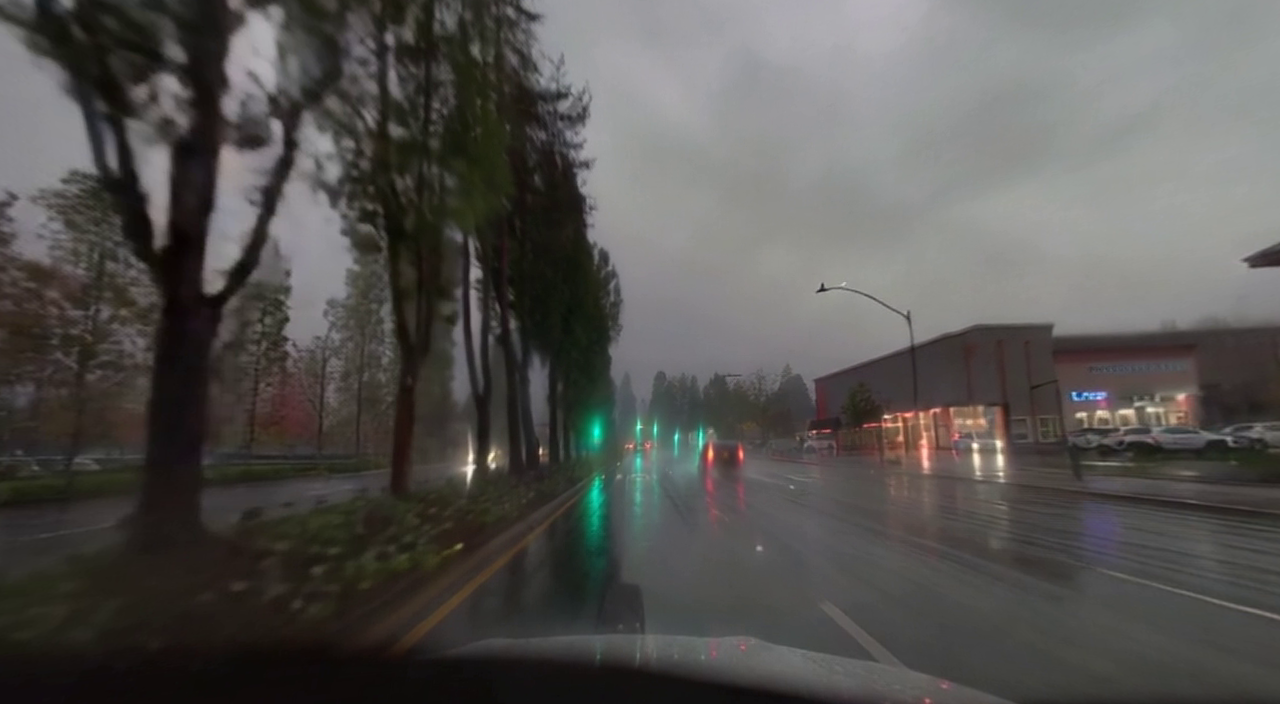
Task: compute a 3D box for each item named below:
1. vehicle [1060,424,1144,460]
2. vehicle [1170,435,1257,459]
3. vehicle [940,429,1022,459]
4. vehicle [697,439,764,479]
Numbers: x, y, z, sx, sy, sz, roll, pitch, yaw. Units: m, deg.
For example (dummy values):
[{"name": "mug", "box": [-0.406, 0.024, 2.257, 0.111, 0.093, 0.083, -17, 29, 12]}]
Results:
[{"name": "vehicle", "box": [28.783, 5.647, 39.591, 2.501, 2.045, 5.267, -2, -9, 17]}, {"name": "vehicle", "box": [35.987, 5.980, 39.778, 1.819, 1.436, 4.046, -1, -9, 5]}, {"name": "vehicle", "box": [23.922, 6.473, 44.371, 4.534, 1.730, 1.942, -13, -14, 41]}, {"name": "vehicle", "box": [3.595, 4.343, 25.880, 1.983, 1.482, 4.463, 0, -9, -2]}]
